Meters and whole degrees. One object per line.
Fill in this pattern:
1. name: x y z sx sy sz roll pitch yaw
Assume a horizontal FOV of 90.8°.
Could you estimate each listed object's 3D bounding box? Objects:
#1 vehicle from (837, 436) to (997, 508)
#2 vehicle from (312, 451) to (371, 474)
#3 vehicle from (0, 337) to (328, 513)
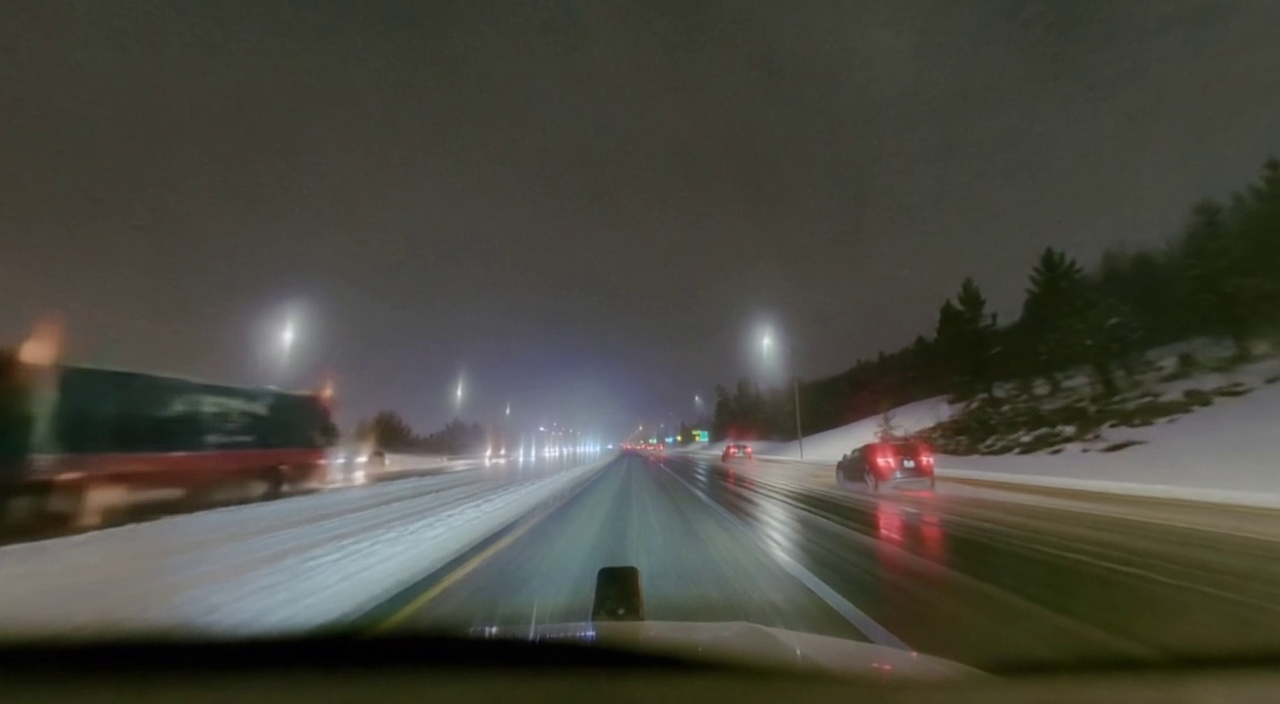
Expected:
1. vehicle: 6.831 2.992 16.271 1.901 1.548 4.684 0 -9 -1
2. vehicle: -21.467 7.930 45.702 1.893 1.523 4.814 0 -8 0
3. vehicle: -17.436 2.872 22.625 3.189 4.305 18.790 0 -9 0
